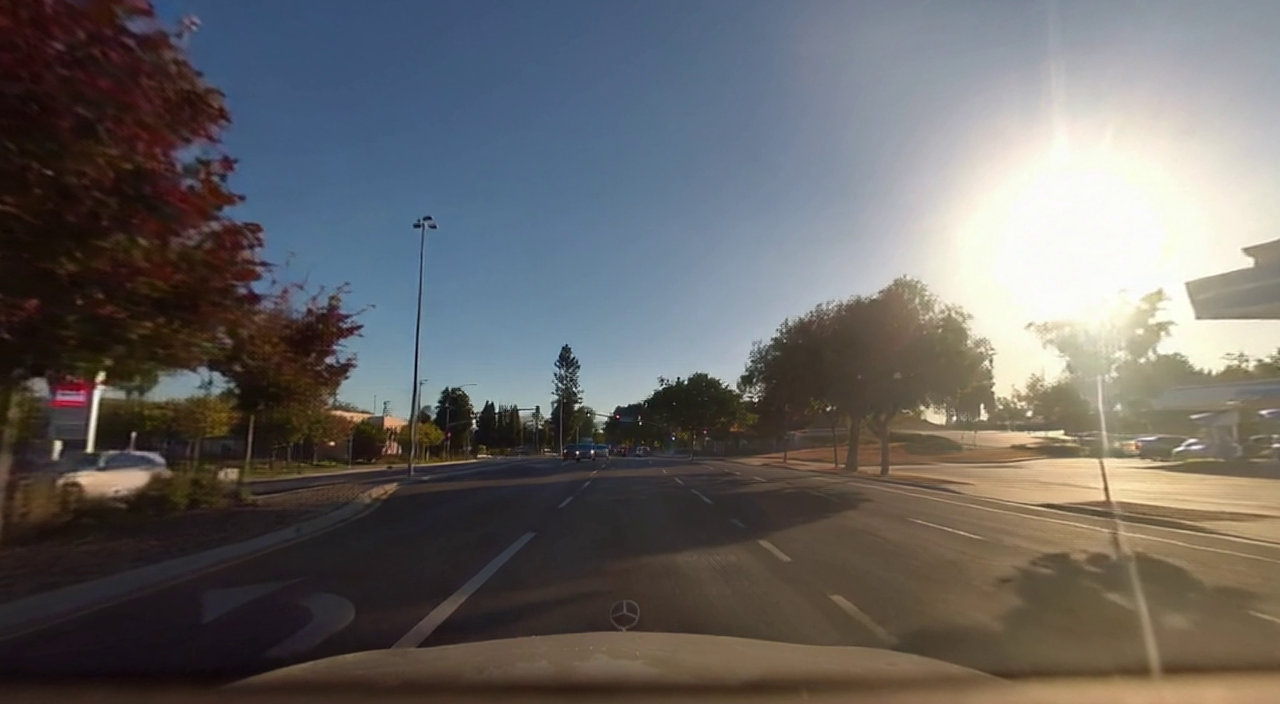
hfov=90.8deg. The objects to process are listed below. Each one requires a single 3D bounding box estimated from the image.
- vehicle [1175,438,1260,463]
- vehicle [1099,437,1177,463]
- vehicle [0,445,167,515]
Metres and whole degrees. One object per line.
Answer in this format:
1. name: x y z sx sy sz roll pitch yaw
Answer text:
1. vehicle: 36.700 6.261 40.281 1.665 1.442 3.759 0 -8 -4
2. vehicle: 31.036 6.157 39.535 1.591 1.491 4.005 -2 -9 1
3. vehicle: -15.498 3.351 17.135 1.916 1.620 4.408 0 -8 0
